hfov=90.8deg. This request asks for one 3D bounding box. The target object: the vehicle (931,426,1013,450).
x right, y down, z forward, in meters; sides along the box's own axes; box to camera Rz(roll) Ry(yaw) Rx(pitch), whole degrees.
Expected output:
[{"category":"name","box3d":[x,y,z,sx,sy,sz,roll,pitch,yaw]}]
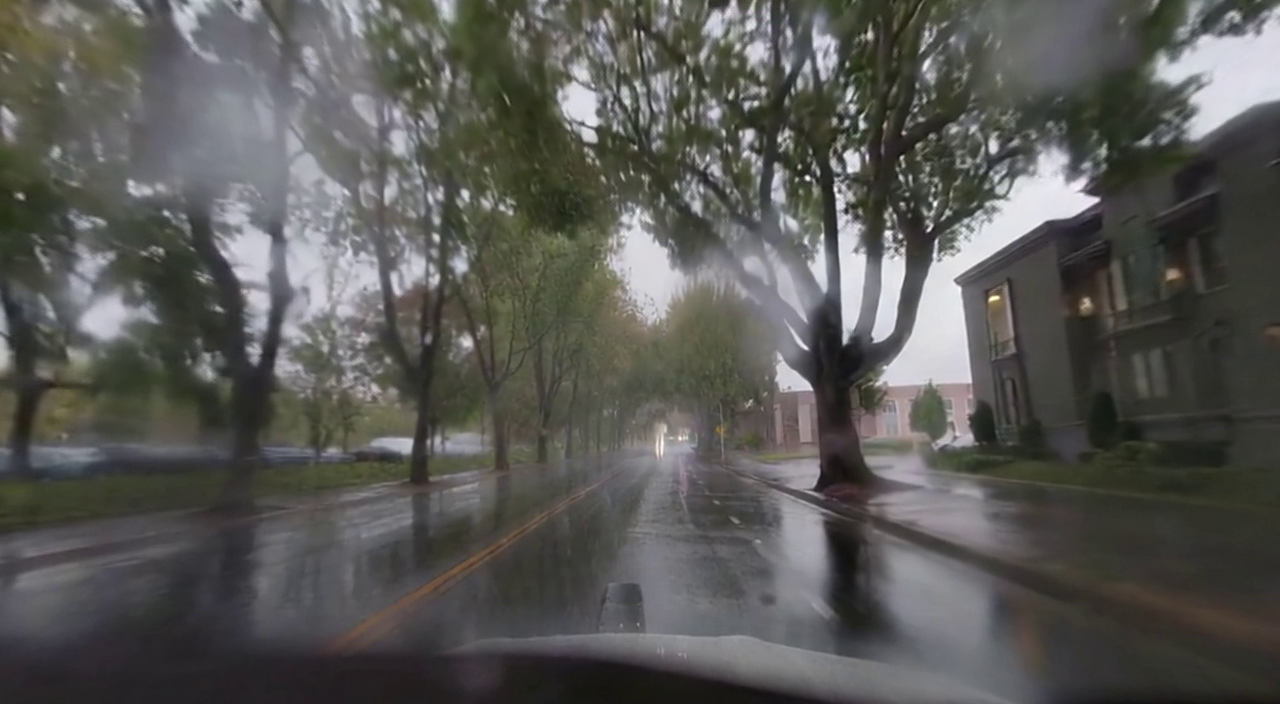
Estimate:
[{"category":"vehicle","box3d":[21.719,5.634,41.420,4.293,1.473,1.843,-1,-6,3]}]
